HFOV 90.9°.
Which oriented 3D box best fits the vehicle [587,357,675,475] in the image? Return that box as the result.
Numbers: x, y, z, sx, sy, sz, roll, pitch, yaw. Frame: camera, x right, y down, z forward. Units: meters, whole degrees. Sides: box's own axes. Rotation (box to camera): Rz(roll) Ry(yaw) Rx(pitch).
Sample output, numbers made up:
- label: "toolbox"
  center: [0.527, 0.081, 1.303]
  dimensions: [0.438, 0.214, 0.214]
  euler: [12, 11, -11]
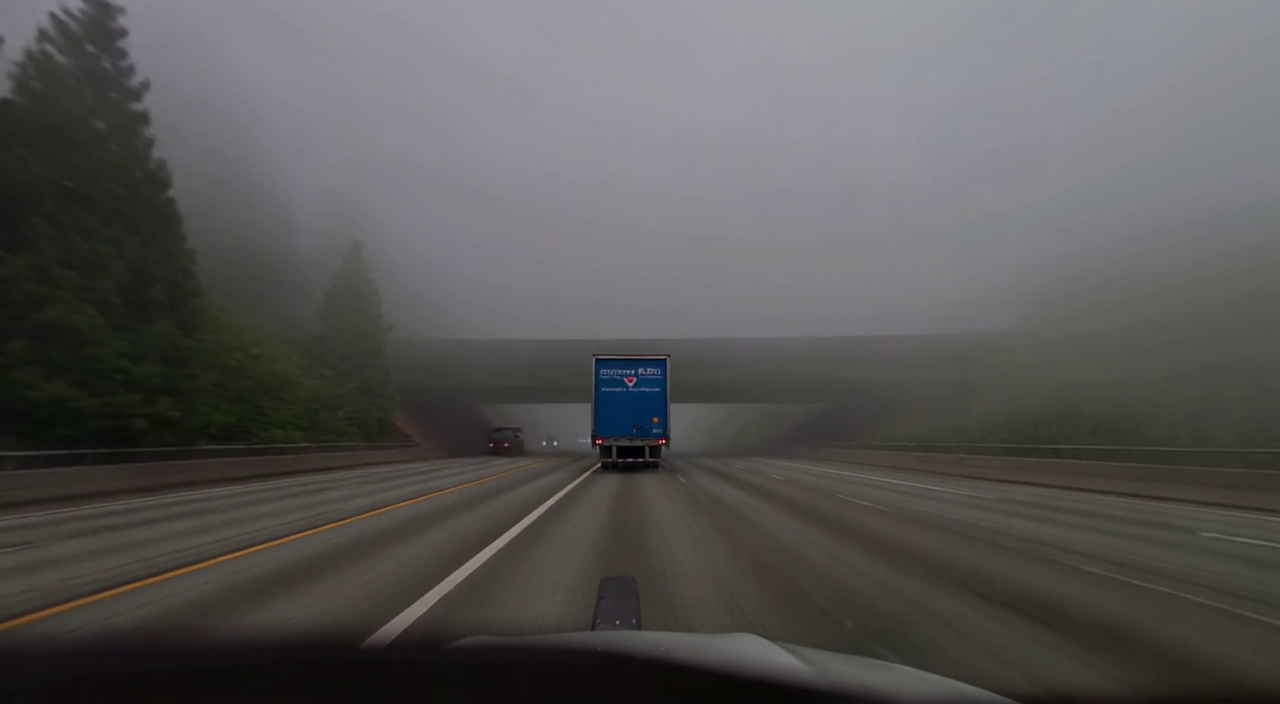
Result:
- label: "vehicle"
  center: [-0.535, 2.747, 25.827]
  dimensions: [2.895, 3.861, 10.213]
  euler: [0, -8, -3]

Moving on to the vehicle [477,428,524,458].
- label: "vehicle"
  center: [-8.967, 5.873, 40.832]
  dimensions: [2.037, 1.853, 4.336]
  euler: [0, -8, -1]
